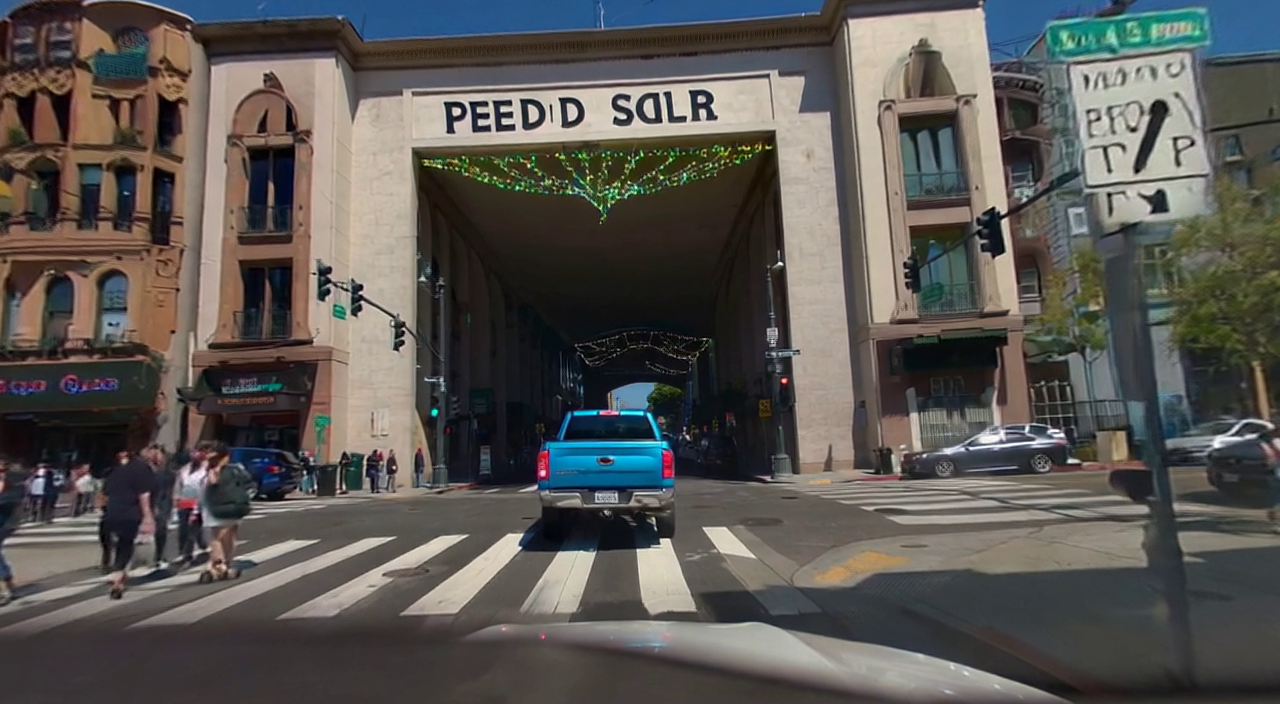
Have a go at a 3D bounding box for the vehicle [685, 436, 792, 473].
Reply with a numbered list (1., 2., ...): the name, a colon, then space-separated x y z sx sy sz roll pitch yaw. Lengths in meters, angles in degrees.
1. vehicle: 4.286 4.554 28.033 4.515 1.583 1.920 -1 -8 3

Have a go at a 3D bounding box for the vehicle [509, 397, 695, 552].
1. vehicle: -0.801 2.032 11.243 2.477 2.020 5.534 1 -8 -7

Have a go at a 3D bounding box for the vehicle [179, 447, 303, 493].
1. vehicle: -18.633 5.493 29.614 4.398 2.057 1.959 0 -8 -1

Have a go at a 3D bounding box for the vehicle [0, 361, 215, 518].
1. vehicle: -22.088 2.845 20.618 13.729 4.662 3.300 0 -8 0

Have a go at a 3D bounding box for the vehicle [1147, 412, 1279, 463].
1. vehicle: 19.292 2.753 20.266 4.390 1.552 1.925 0 -8 -4

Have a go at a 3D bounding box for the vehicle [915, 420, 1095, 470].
1. vehicle: 11.592 2.991 20.241 4.600 1.506 1.878 0 -8 -2

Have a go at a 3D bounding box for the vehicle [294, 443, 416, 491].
1. vehicle: -13.248 5.342 29.498 4.799 1.909 2.011 -3 -7 2
